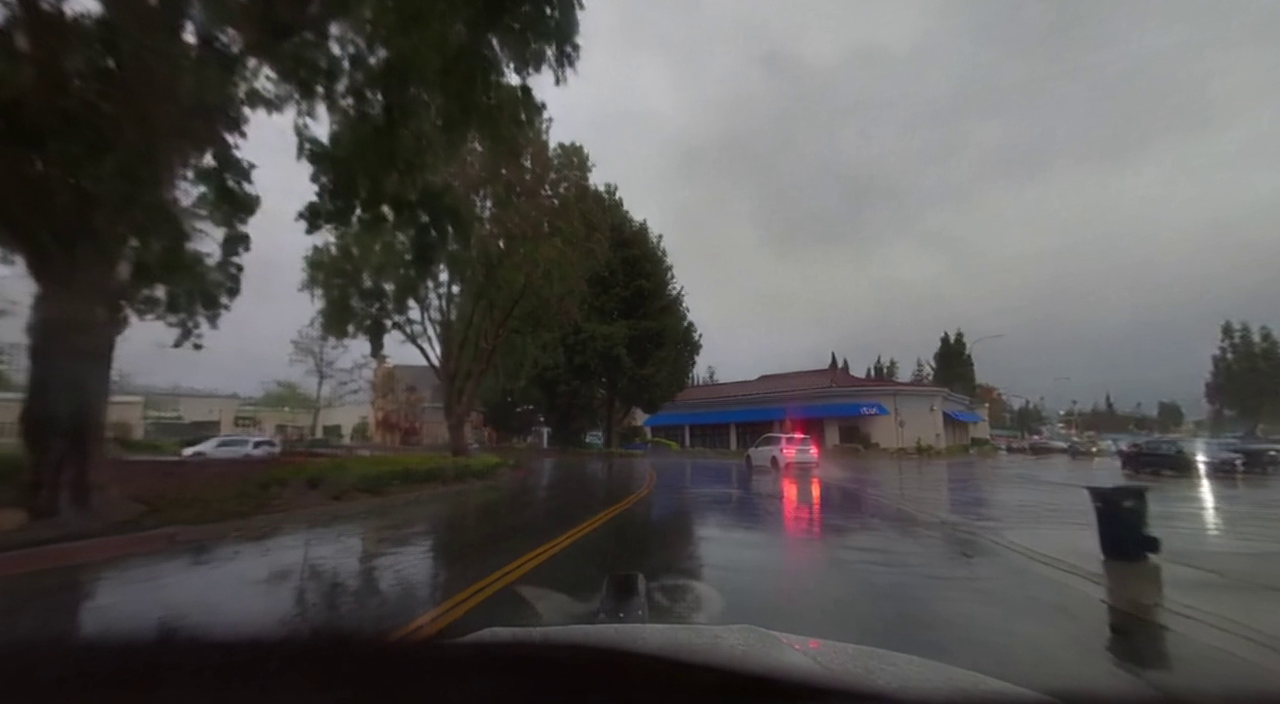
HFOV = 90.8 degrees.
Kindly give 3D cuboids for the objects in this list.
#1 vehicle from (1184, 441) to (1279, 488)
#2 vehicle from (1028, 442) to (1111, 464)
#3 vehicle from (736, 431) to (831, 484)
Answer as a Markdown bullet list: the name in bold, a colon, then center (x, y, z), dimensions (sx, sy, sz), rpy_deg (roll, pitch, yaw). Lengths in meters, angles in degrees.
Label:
- **vehicle**: center (23.561, 4.371, 24.901), dimensions (4.545, 1.640, 1.866), rpy_deg (5, -10, -33)
- **vehicle**: center (32.732, 7.664, 48.239), dimensions (1.815, 1.574, 4.800), rpy_deg (5, -10, -32)
- **vehicle**: center (5.223, 3.943, 23.892), dimensions (2.292, 1.767, 5.128), rpy_deg (0, -8, -1)
